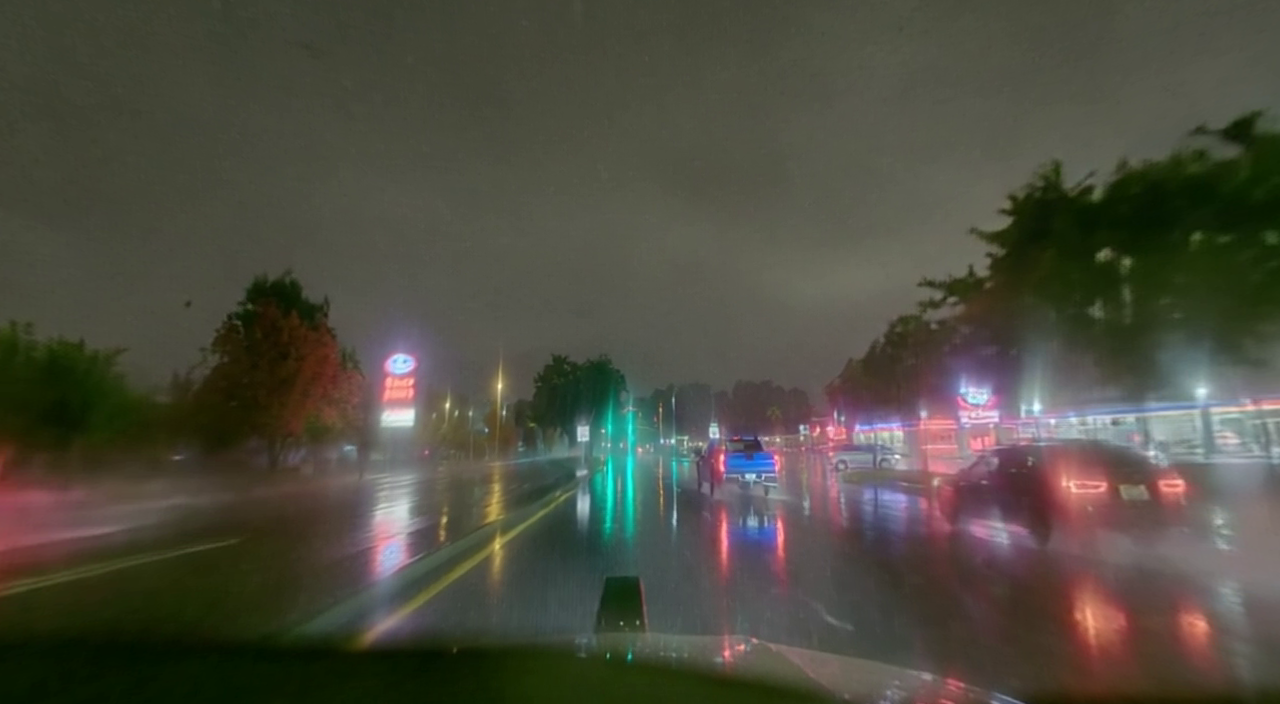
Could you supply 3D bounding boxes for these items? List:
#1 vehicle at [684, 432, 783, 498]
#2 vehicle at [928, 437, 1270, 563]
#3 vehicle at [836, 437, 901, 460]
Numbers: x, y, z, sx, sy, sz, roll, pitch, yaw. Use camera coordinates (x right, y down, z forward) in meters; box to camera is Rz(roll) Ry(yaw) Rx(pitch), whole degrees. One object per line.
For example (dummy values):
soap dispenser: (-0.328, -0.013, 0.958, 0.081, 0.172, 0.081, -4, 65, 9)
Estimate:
vehicle: (2.662, 3.396, 19.378, 2.214, 1.749, 4.998, 0, -9, -1)
vehicle: (6.508, 2.099, 9.779, 1.986, 1.480, 4.296, 0, -9, -1)
vehicle: (17.477, 7.448, 48.540, 4.262, 1.714, 2.084, -1, -9, 6)
